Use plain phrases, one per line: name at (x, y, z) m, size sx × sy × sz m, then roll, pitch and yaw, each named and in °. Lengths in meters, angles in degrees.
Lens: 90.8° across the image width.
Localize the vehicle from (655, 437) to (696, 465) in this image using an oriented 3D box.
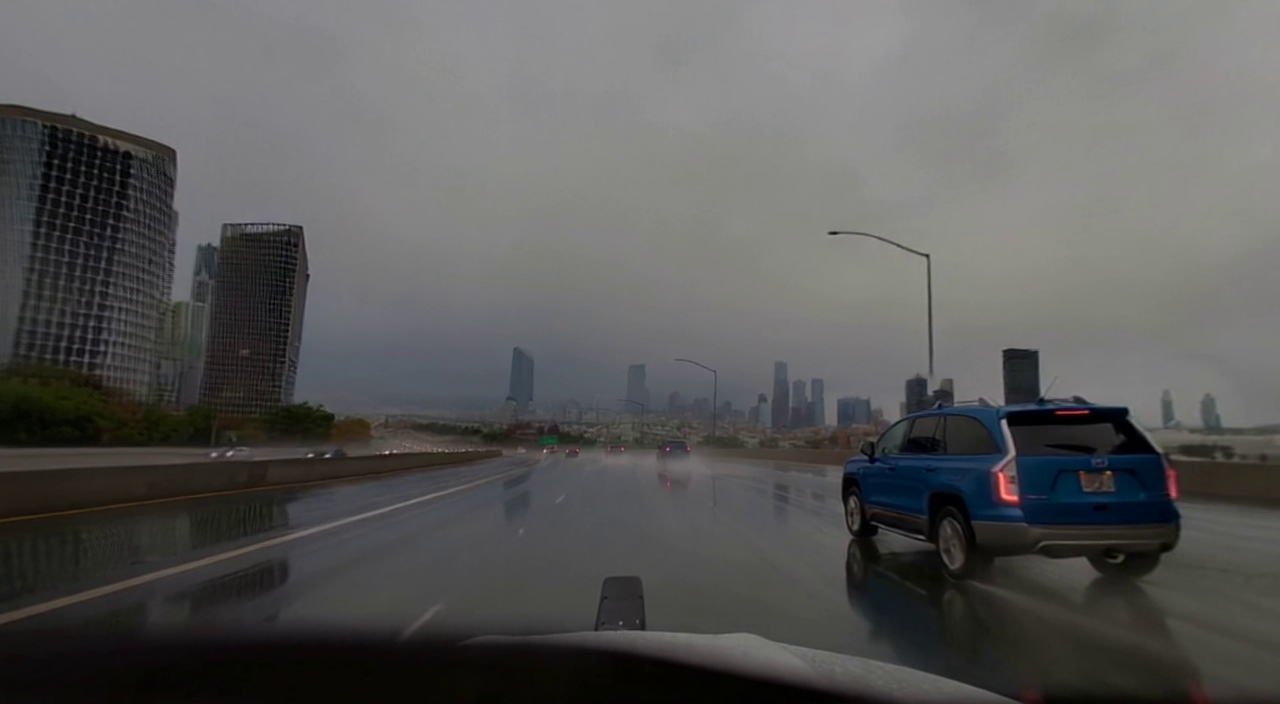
vehicle at (2.296, 6.614, 42.333) m, size 2.110 × 1.780 × 4.682 m, roll 1°, pitch -8°, yaw -5°

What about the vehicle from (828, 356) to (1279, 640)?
vehicle at (3.709, 1.251, 6.348) m, size 2.182 × 1.826 × 4.392 m, roll 0°, pitch -8°, yaw -1°
